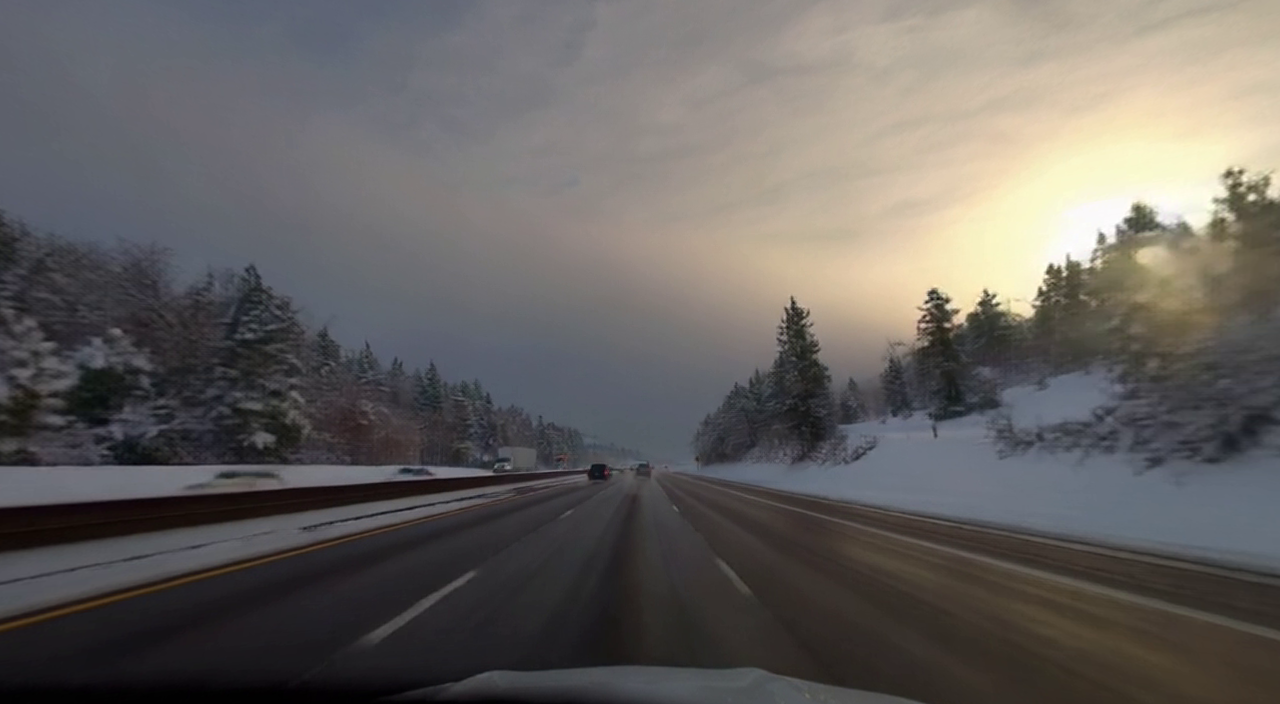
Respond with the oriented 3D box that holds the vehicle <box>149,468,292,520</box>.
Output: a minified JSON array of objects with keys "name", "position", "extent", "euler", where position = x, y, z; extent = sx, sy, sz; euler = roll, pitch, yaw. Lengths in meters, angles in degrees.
[{"name":"vehicle","position":[-12.912,4.364,19.751],"extent":[1.660,1.407,4.064],"euler":[1,-11,0]}]

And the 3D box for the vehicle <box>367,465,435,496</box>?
[{"name":"vehicle","position":[-12.525,6.774,33.283],"extent":[1.958,1.472,3.922],"euler":[1,-11,1]}]
